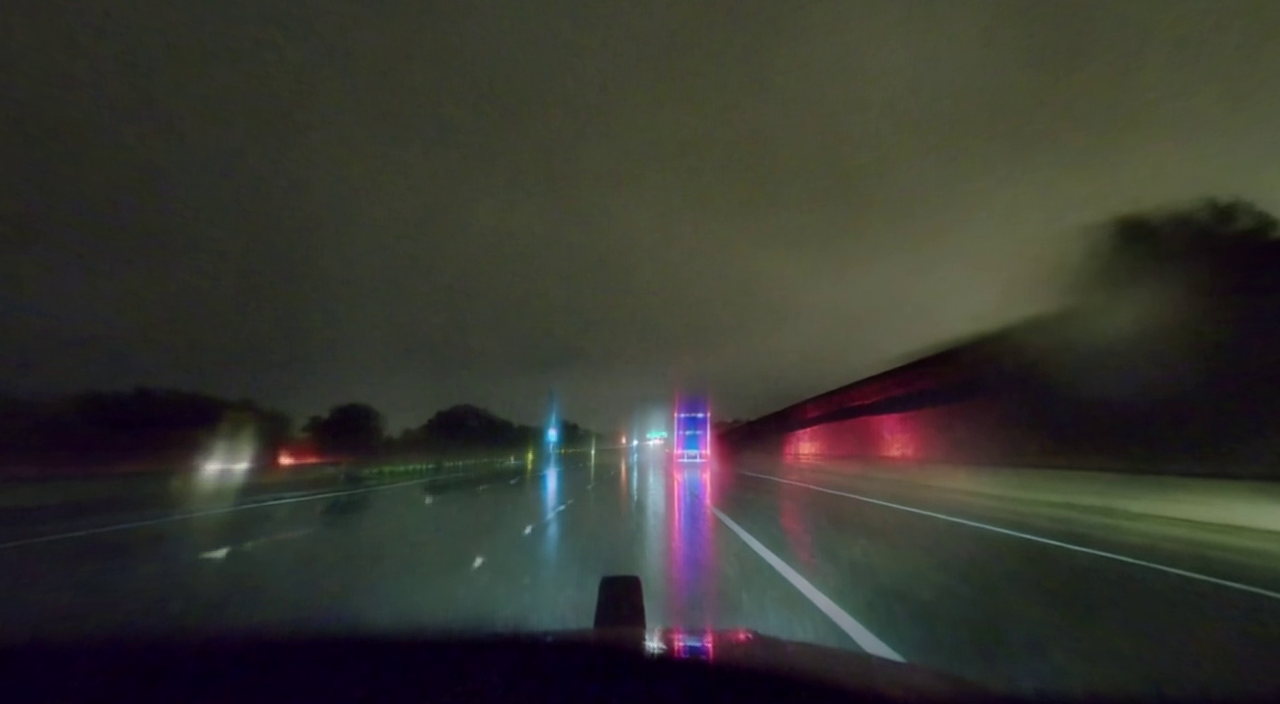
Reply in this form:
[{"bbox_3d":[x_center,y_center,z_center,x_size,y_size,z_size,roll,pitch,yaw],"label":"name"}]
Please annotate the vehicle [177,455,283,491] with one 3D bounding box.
[{"bbox_3d":[-19.052,5.627,29.595,1.990,1.463,4.355,0,-9,1],"label":"vehicle"}]
